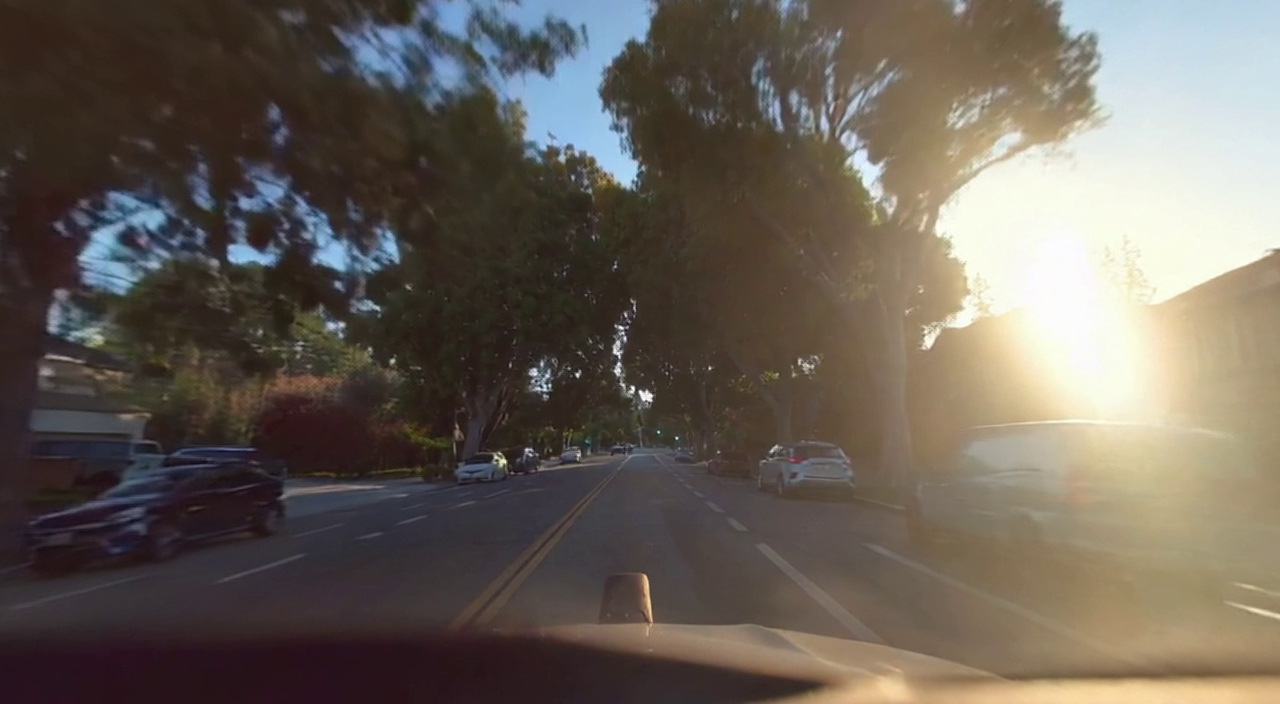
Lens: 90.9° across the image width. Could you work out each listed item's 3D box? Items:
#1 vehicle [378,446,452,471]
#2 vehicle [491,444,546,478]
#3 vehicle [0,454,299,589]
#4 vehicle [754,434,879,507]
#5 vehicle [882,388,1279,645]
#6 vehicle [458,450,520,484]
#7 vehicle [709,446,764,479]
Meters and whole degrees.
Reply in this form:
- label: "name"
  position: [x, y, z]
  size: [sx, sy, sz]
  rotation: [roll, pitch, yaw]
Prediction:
- label: "vehicle"
  position: [-16.287, 7.713, 45.820]
  size: [4.619, 1.708, 2.087]
  rotation: [0, -8, -1]
- label: "vehicle"
  position: [-7.102, 6.382, 37.391]
  size: [2.218, 1.807, 5.032]
  rotation: [-1, -8, 1]
- label: "vehicle"
  position: [-7.453, 2.366, 9.710]
  size: [1.903, 1.463, 4.526]
  rotation: [-1, -8, 0]
- label: "vehicle"
  position: [4.684, 3.204, 17.630]
  size: [2.137, 1.747, 4.797]
  rotation: [0, -8, 1]
- label: "vehicle"
  position: [4.485, 1.500, 6.837]
  size: [2.089, 1.831, 4.492]
  rotation: [-1, -8, 3]
- label: "vehicle"
  position: [-7.465, 5.691, 31.532]
  size: [1.971, 1.479, 4.307]
  rotation: [-1, -8, 1]
- label: "vehicle"
  position: [4.634, 5.350, 30.888]
  size: [2.048, 1.469, 4.673]
  rotation: [0, -8, 1]
